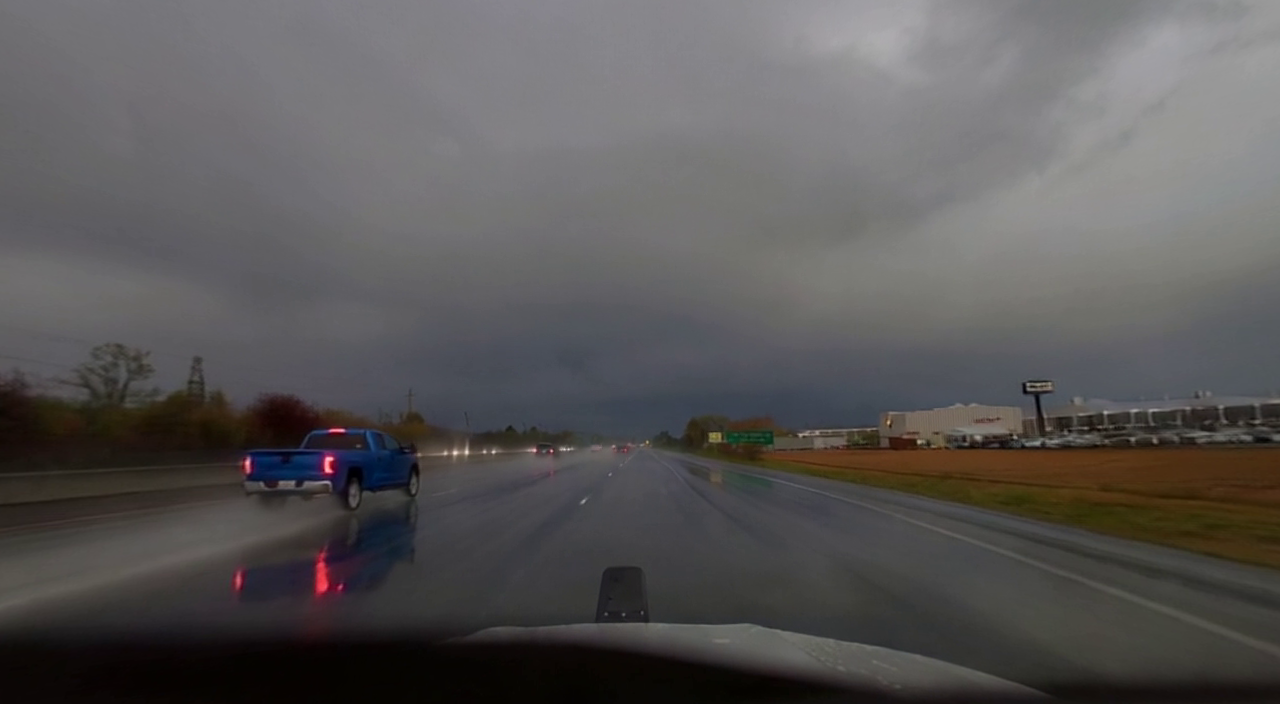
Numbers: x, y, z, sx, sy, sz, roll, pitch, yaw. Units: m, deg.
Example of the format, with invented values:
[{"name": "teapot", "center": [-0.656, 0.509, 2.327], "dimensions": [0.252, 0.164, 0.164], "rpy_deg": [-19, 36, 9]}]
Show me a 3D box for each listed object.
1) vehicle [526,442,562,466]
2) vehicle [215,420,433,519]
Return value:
[{"name": "vehicle", "center": [-7.382, 7.846, 48.693], "dimensions": [2.021, 1.699, 4.324], "rpy_deg": [0, -8, 1]}, {"name": "vehicle", "center": [-7.118, 2.713, 15.258], "dimensions": [2.156, 1.911, 5.956], "rpy_deg": [0, -8, 1]}]
